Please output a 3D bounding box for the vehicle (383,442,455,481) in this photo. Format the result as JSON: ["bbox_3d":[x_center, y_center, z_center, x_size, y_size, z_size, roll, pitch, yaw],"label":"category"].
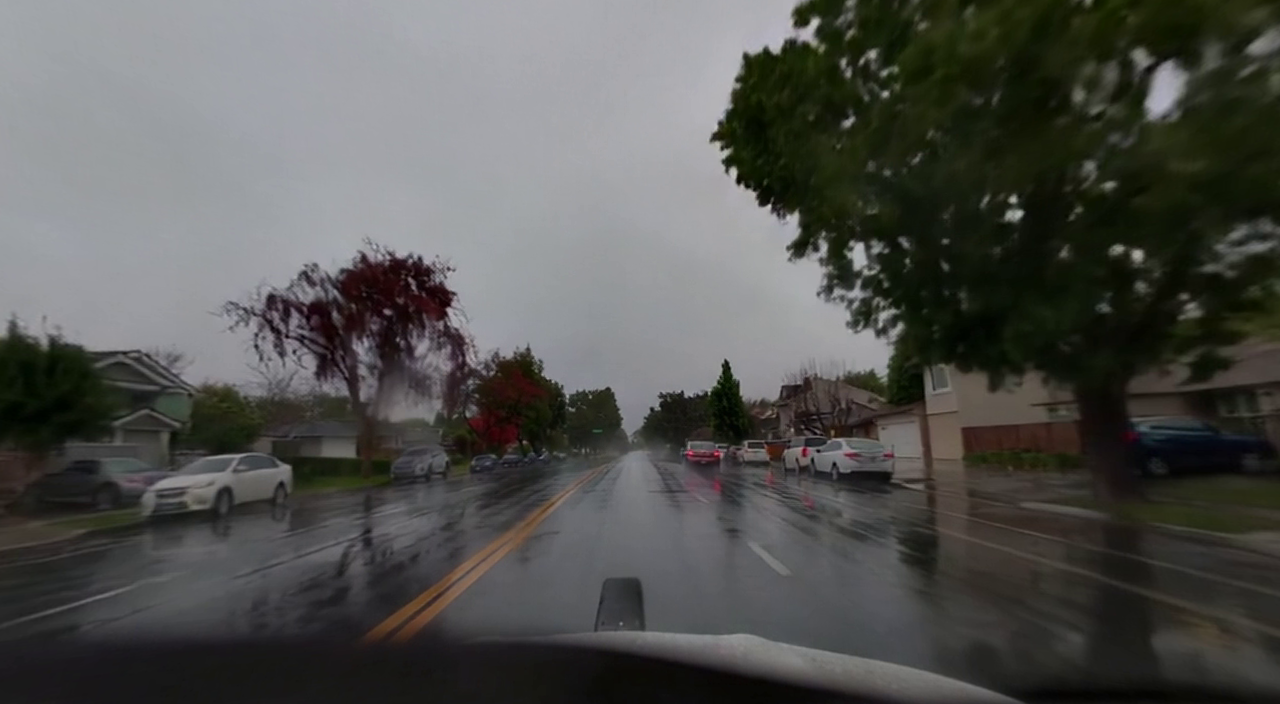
[{"bbox_3d":[-11.584,5.749,33.478,2.181,1.920,4.570,0,-8,0],"label":"vehicle"}]

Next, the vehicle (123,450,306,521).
[{"bbox_3d":[-11.549,3.593,17.671,1.953,1.649,4.648,0,-8,-1],"label":"vehicle"}]

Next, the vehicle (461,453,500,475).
[{"bbox_3d":[-11.725,8.201,46.625,1.809,1.476,4.423,0,-8,-2],"label":"vehicle"}]

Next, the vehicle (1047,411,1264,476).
[{"bbox_3d":[14.556,2.598,18.016,4.630,1.738,1.943,1,-8,-5],"label":"vehicle"}]

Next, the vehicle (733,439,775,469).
[{"bbox_3d":[7.558,6.800,42.155,1.873,1.867,4.673,0,-8,0],"label":"vehicle"}]

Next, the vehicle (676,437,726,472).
[{"bbox_3d":[3.027,5.185,32.195,1.951,1.620,4.582,0,-8,-2],"label":"vehicle"}]

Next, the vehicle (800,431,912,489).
[{"bbox_3d":[7.496,3.798,22.562,2.071,1.793,5.072,0,-8,-1],"label":"vehicle"}]
